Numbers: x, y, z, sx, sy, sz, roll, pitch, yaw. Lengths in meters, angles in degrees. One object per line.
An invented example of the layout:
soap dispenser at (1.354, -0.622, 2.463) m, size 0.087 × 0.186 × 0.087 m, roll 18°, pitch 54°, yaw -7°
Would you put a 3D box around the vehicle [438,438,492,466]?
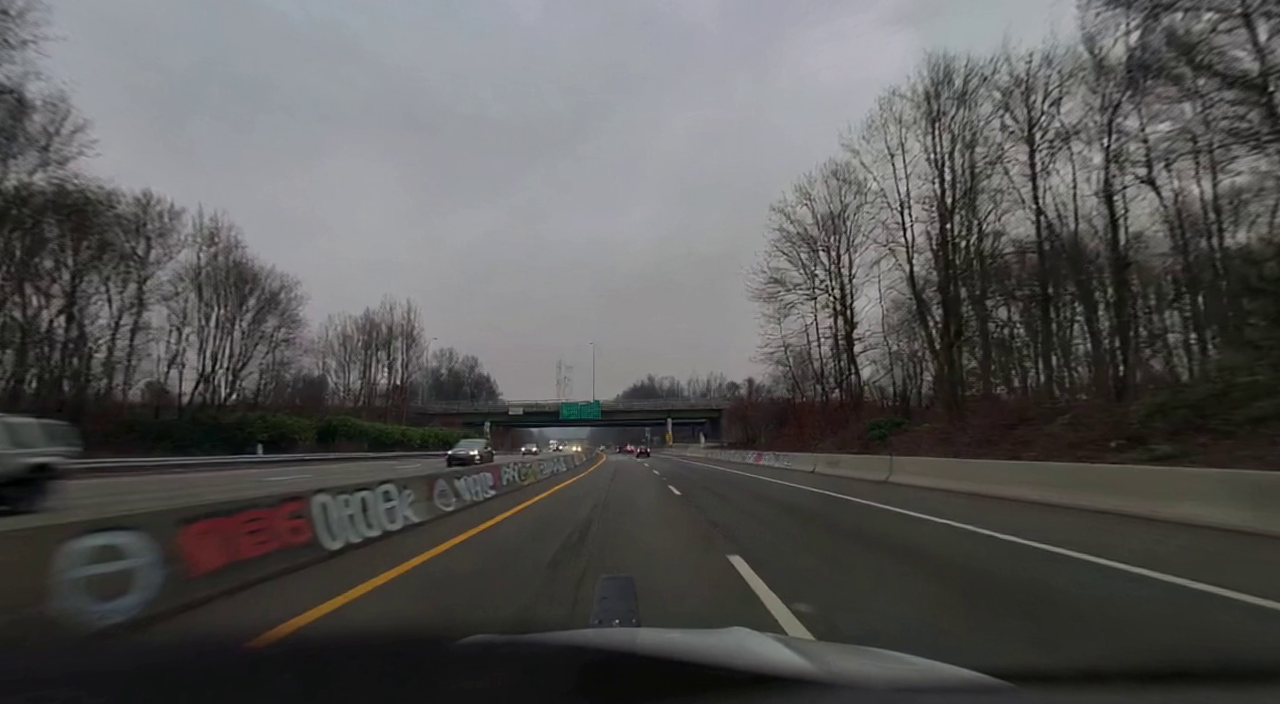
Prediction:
vehicle at (-10.063, 5.793, 36.358) m, size 1.910 × 1.528 × 4.245 m, roll 0°, pitch -9°, yaw -1°
